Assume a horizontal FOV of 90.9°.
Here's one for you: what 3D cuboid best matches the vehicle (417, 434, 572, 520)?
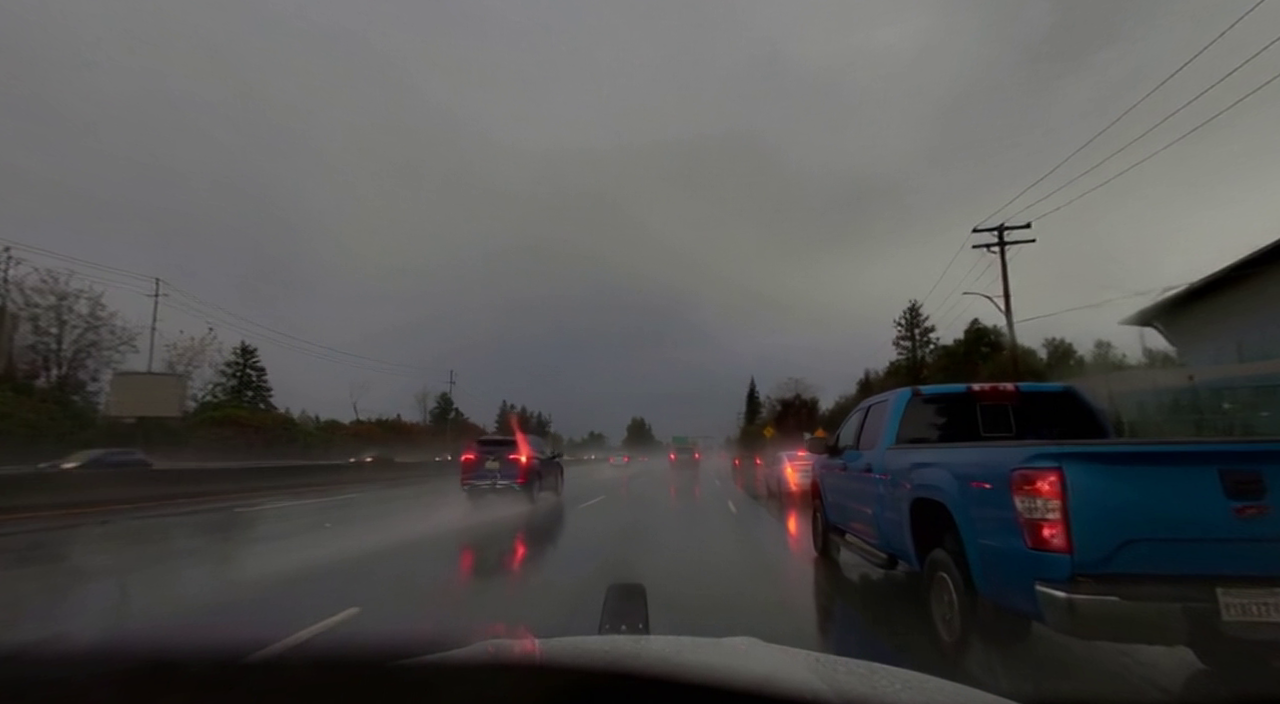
[{"bbox_3d":[-3.214,2.869,15.133,2.209,1.714,4.576,-1,-8,6],"label":"vehicle"}]

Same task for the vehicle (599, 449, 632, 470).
[{"bbox_3d":[-1.836,8.261,48.755,2.119,1.478,4.644,-1,-8,3],"label":"vehicle"}]

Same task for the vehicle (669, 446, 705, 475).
[{"bbox_3d":[2.941,6.678,39.153,2.080,1.682,4.150,-1,-8,5],"label":"vehicle"}]

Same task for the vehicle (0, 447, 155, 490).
[{"bbox_3d":[-26.510,5.412,29.821,2.209,1.785,5.754,-1,-8,6],"label":"vehicle"}]

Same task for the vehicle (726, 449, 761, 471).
[{"bbox_3d":[7.442,7.796,45.557,2.072,1.456,4.537,-1,-8,4],"label":"vehicle"}]

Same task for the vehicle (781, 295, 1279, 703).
[{"bbox_3d":[3.340,1.256,6.151,3.024,2.092,6.797,-1,-8,6],"label":"vehicle"}]

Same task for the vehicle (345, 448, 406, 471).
[{"bbox_3d":[-20.521,8.343,49.281,2.102,1.652,5.303,-1,-8,5],"label":"vehicle"}]
